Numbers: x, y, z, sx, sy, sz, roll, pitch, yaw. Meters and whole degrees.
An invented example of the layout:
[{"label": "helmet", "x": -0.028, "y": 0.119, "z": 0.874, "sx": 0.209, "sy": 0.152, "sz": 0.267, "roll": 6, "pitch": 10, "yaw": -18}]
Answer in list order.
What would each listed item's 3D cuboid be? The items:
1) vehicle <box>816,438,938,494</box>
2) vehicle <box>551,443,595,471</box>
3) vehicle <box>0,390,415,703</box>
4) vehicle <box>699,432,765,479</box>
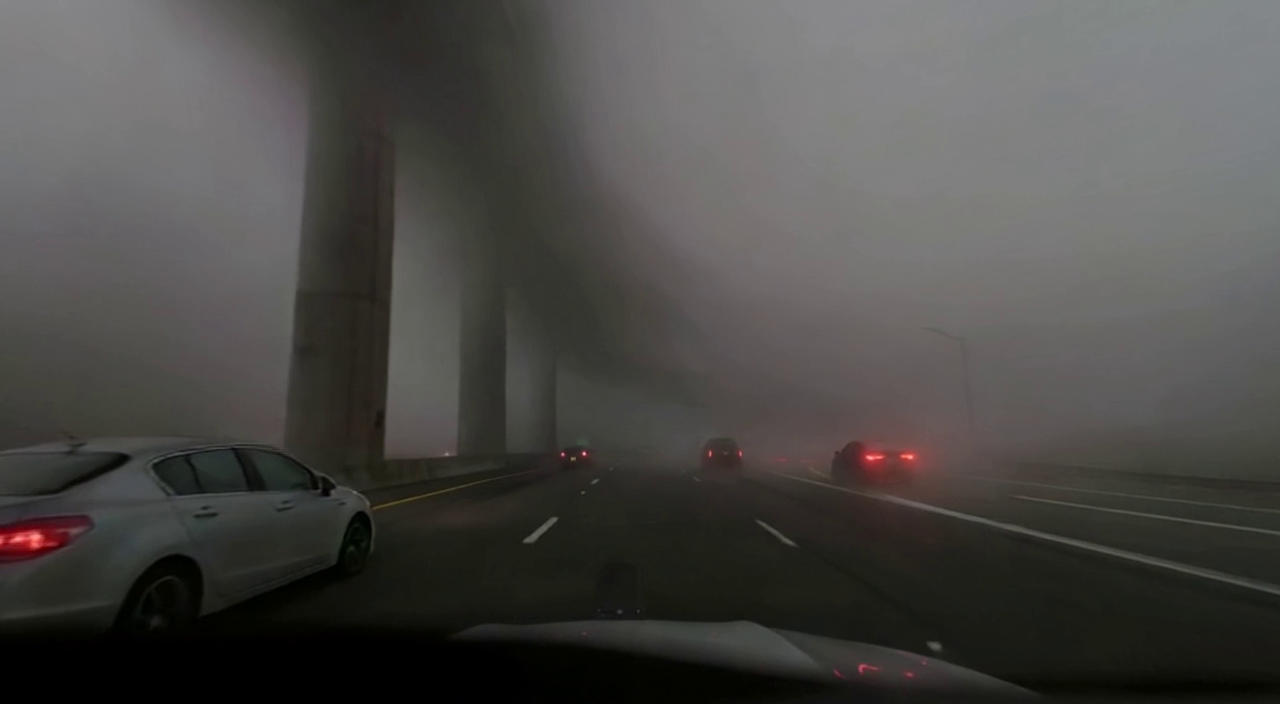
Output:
[{"label": "vehicle", "x": 6.989, "y": 3.406, "z": 19.194, "sx": 1.989, "sy": 1.472, "sz": 4.322, "roll": 0, "pitch": -9, "yaw": -1}, {"label": "vehicle", "x": -3.736, "y": 5.924, "z": 35.882, "sx": 2.047, "sy": 1.464, "sz": 4.387, "roll": 0, "pitch": -9, "yaw": 0}, {"label": "vehicle", "x": -3.598, "y": 1.241, "z": 4.852, "sx": 1.997, "sy": 1.476, "sz": 4.703, "roll": 0, "pitch": -9, "yaw": 0}, {"label": "vehicle", "x": 3.704, "y": 4.280, "z": 26.245, "sx": 2.072, "sy": 1.761, "sz": 4.242, "roll": 0, "pitch": -9, "yaw": 0}]
